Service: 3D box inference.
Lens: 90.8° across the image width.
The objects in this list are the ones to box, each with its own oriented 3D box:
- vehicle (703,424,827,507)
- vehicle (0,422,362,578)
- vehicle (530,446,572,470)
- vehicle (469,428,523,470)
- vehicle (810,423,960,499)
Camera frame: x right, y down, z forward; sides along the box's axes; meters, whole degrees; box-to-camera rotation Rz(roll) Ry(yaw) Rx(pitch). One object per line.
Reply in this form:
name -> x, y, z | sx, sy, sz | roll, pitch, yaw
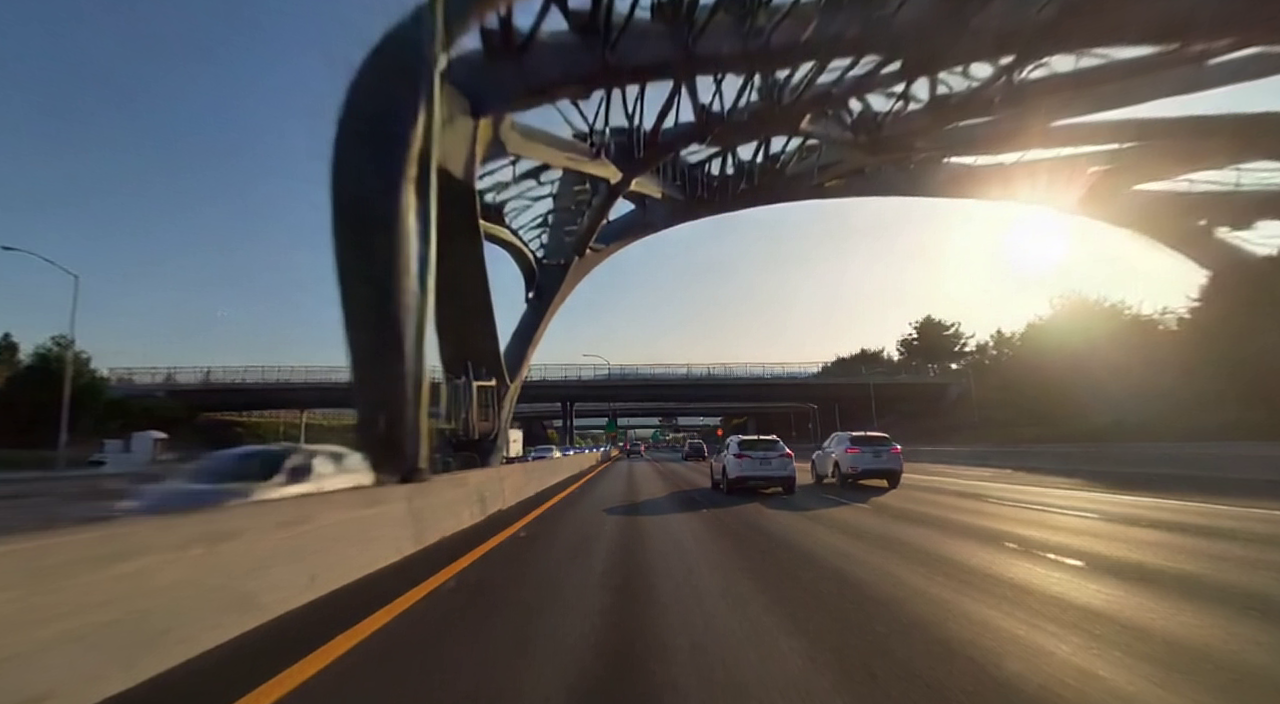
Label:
vehicle -> 2.856, 2.712, 15.513 | 2.059, 1.711, 4.302 | 0, -9, -1
vehicle -> -5.915, 1.902, 8.957 | 2.019, 1.633, 4.367 | 0, -9, -1
vehicle -> -5.737, 6.855, 41.191 | 2.026, 1.474, 4.578 | 0, -9, 0
vehicle -> -10.162, 6.944, 45.205 | 2.307, 2.726, 6.596 | 0, -9, 0
vehicle -> 6.522, 2.973, 17.606 | 2.040, 1.801, 4.959 | 0, -9, -2
